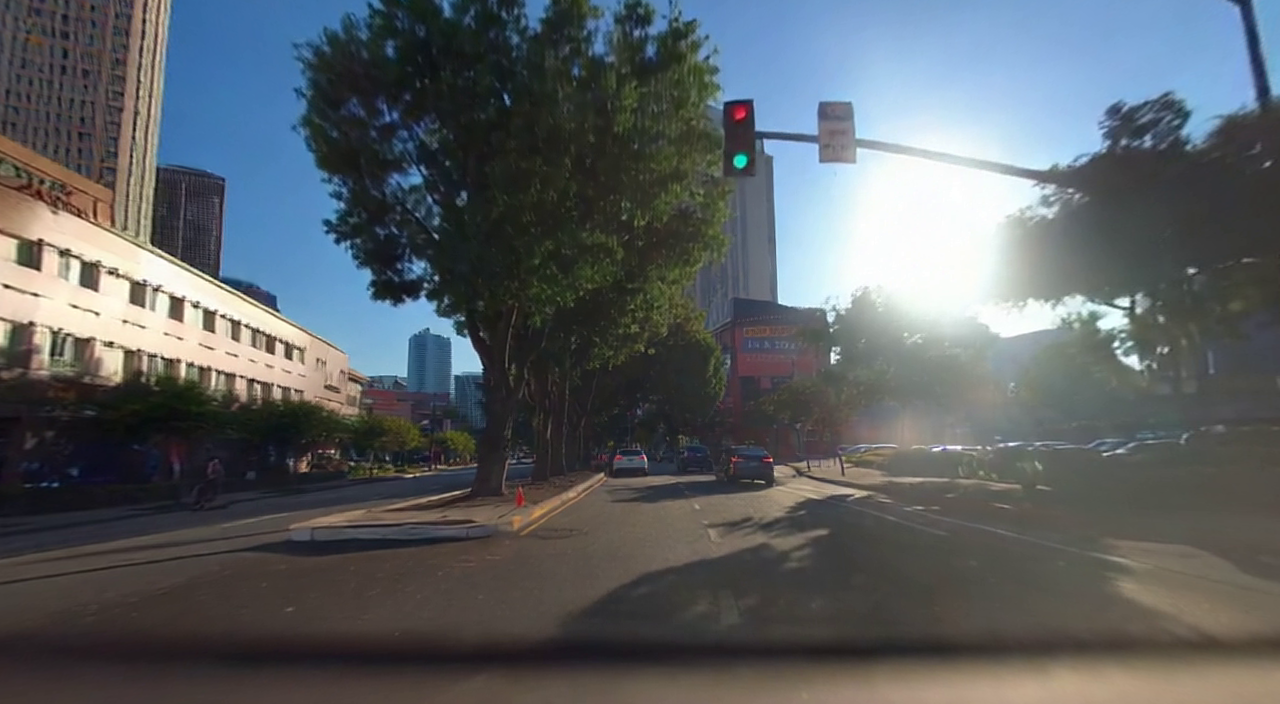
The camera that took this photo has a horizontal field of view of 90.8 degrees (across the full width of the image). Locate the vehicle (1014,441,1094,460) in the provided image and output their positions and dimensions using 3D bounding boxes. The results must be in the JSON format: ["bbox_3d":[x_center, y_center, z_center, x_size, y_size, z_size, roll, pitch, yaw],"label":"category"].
[{"bbox_3d":[32.629,7.776,49.898,4.860,1.461,2.041,-1,-9,0],"label":"vehicle"}]

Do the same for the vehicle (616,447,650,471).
[{"bbox_3d":[-0.533,7.083,42.101,2.068,1.512,3.987,0,-8,-3],"label":"vehicle"}]

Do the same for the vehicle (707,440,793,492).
[{"bbox_3d":[3.661,3.882,21.808,1.966,1.596,3.980,0,-9,-5],"label":"vehicle"}]

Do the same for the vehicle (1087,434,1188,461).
[{"bbox_3d":[32.979,6.361,41.974,4.894,1.710,2.075,0,-8,-1],"label":"vehicle"}]

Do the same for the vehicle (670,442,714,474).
[{"bbox_3d":[3.099,6.433,38.587,2.046,1.768,4.370,0,-8,-3],"label":"vehicle"}]
